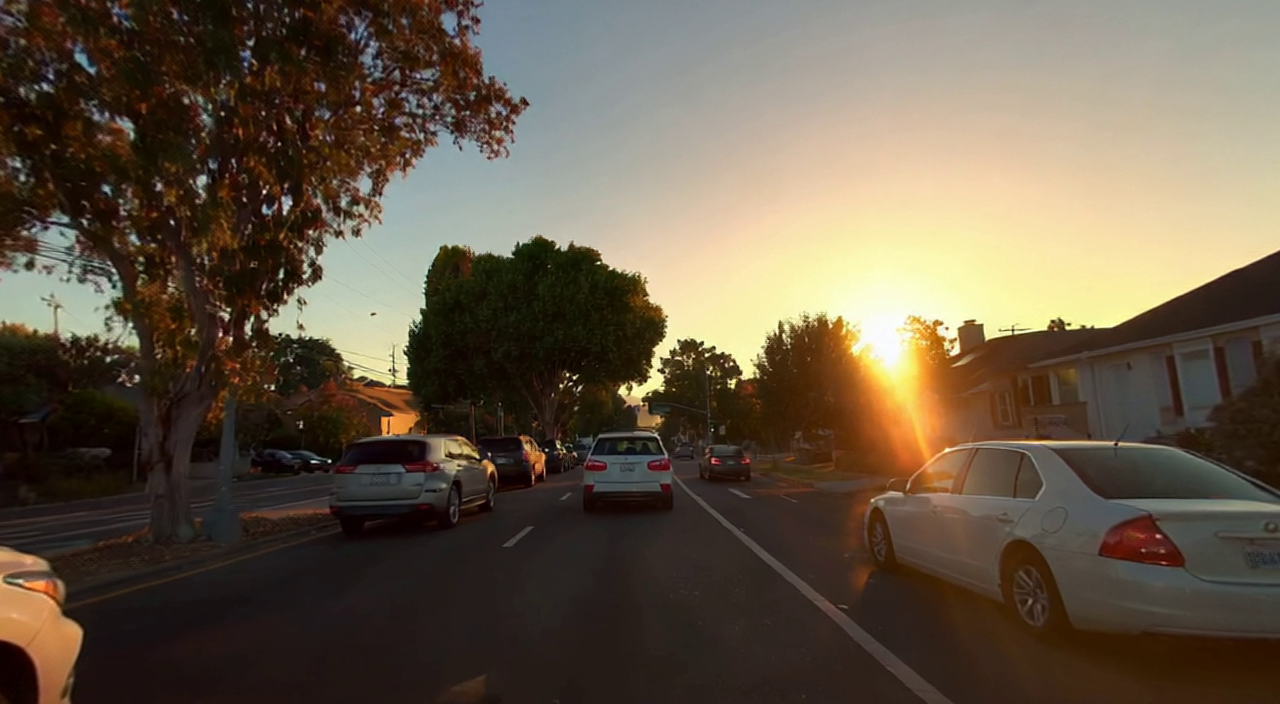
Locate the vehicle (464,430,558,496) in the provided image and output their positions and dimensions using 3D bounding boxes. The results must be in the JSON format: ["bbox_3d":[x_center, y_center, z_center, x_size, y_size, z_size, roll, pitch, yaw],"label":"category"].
[{"bbox_3d":[-3.649,3.223,18.678,1.932,1.695,4.150,0,-8,0],"label":"vehicle"}]

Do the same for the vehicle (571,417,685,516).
[{"bbox_3d":[-0.277,2.490,14.193,2.164,1.867,4.254,0,-8,-1],"label":"vehicle"}]

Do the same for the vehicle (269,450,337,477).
[{"bbox_3d":[-22.381,7.399,42.184,2.060,1.643,4.623,0,-8,-1],"label":"vehicle"}]

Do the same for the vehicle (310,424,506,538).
[{"bbox_3d":[-3.724,2.127,11.086,1.864,1.576,4.324,0,-8,-1],"label":"vehicle"}]

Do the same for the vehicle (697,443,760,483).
[{"bbox_3d":[3.484,4.436,25.651,1.880,1.476,3.932,0,-8,-1],"label":"vehicle"}]

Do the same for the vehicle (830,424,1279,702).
[{"bbox_3d":[3.469,1.479,5.776,1.977,1.480,4.589,0,-8,-1],"label":"vehicle"}]
